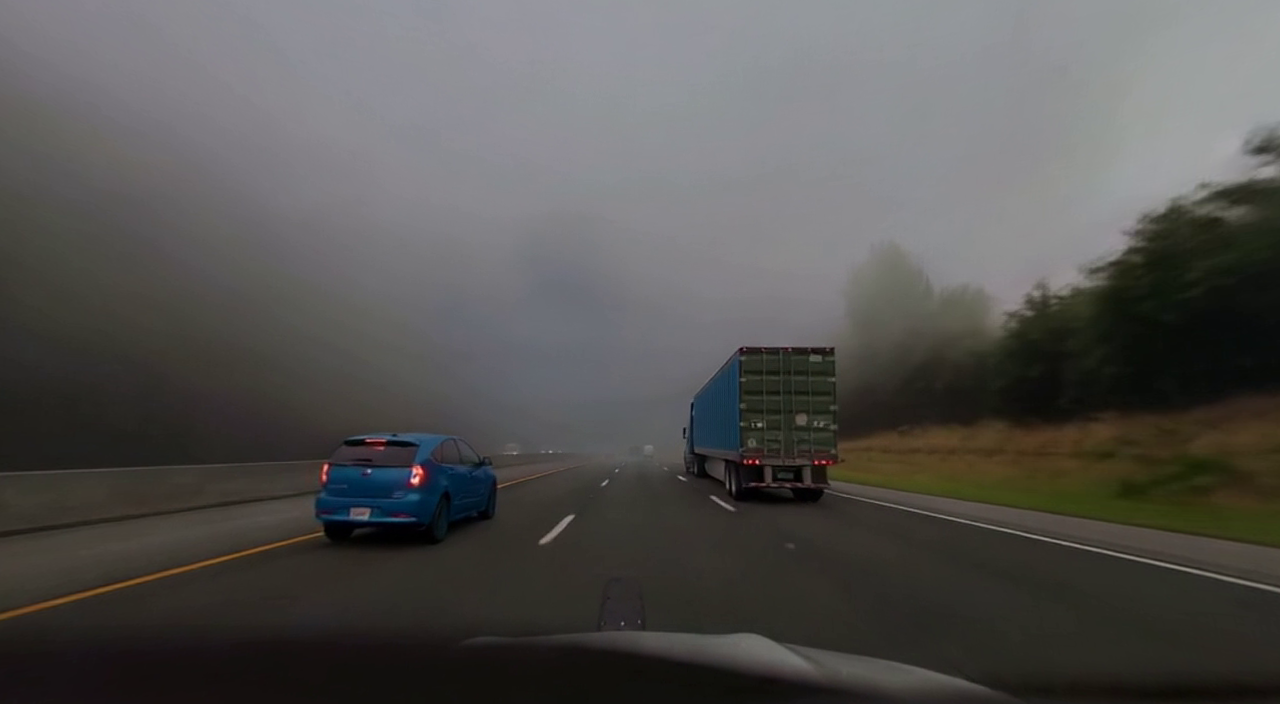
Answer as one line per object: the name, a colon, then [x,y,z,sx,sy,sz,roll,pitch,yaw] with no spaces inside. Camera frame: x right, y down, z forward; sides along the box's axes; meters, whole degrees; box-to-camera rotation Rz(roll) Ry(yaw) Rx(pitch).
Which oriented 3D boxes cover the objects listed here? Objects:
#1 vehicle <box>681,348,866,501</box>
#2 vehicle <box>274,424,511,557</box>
vehicle: [4.210,3.340,26.128,3.532,4.201,17.611,0,-9,-1]
vehicle: [-3.612,2.115,10.269,2.115,1.670,4.261,0,-9,0]
